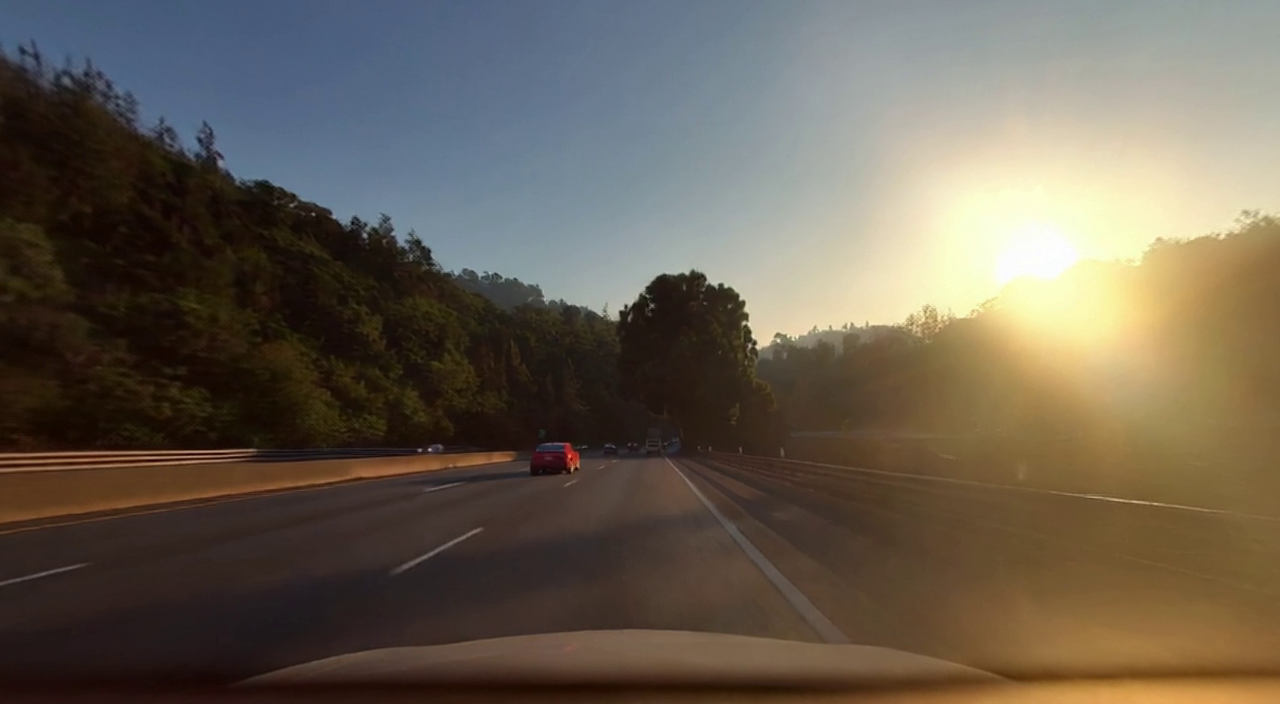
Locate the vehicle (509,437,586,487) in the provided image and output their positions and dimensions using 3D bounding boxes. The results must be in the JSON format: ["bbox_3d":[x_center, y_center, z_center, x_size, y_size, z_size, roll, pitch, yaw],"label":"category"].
[{"bbox_3d":[-3.137,3.828,22.232,2.015,1.561,4.469,0,-8,0],"label":"vehicle"}]
